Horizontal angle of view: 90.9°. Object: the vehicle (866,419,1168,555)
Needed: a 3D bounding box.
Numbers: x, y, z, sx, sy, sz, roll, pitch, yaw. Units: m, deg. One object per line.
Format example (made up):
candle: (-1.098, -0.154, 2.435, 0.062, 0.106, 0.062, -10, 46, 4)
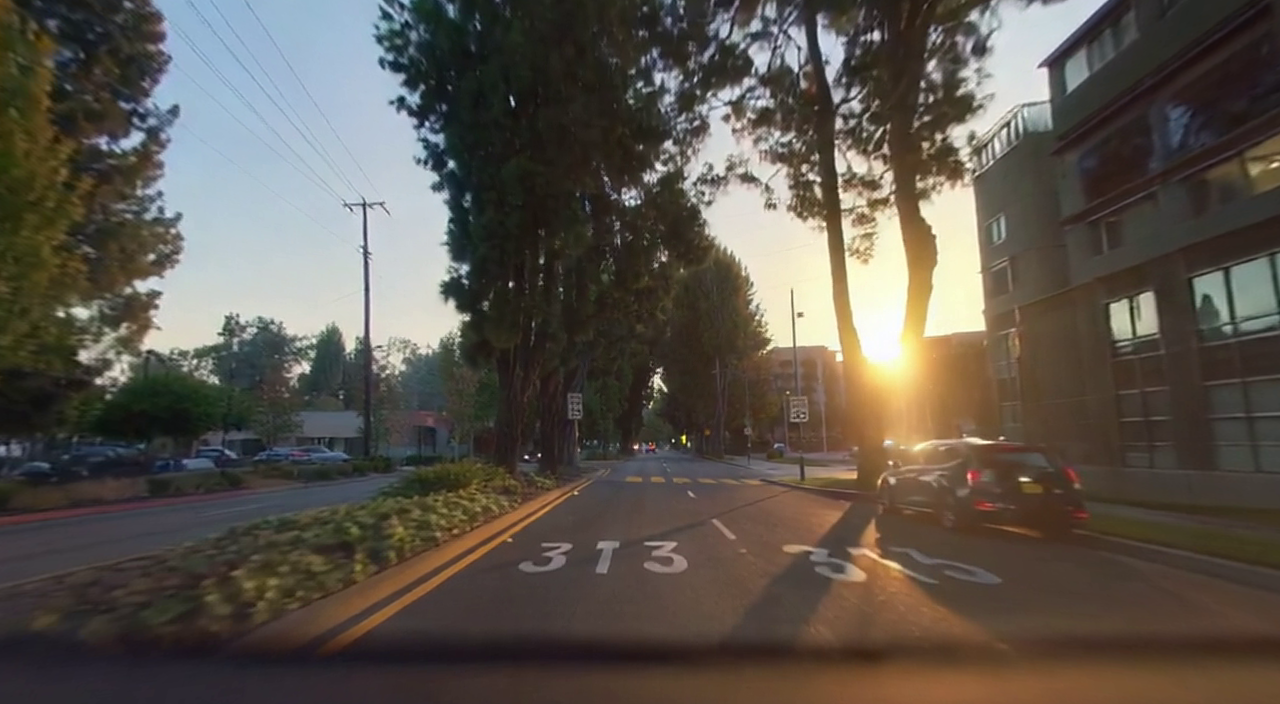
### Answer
vehicle: (6.071, 2.227, 11.242, 2.104, 1.826, 5.301, 0, -9, 0)
